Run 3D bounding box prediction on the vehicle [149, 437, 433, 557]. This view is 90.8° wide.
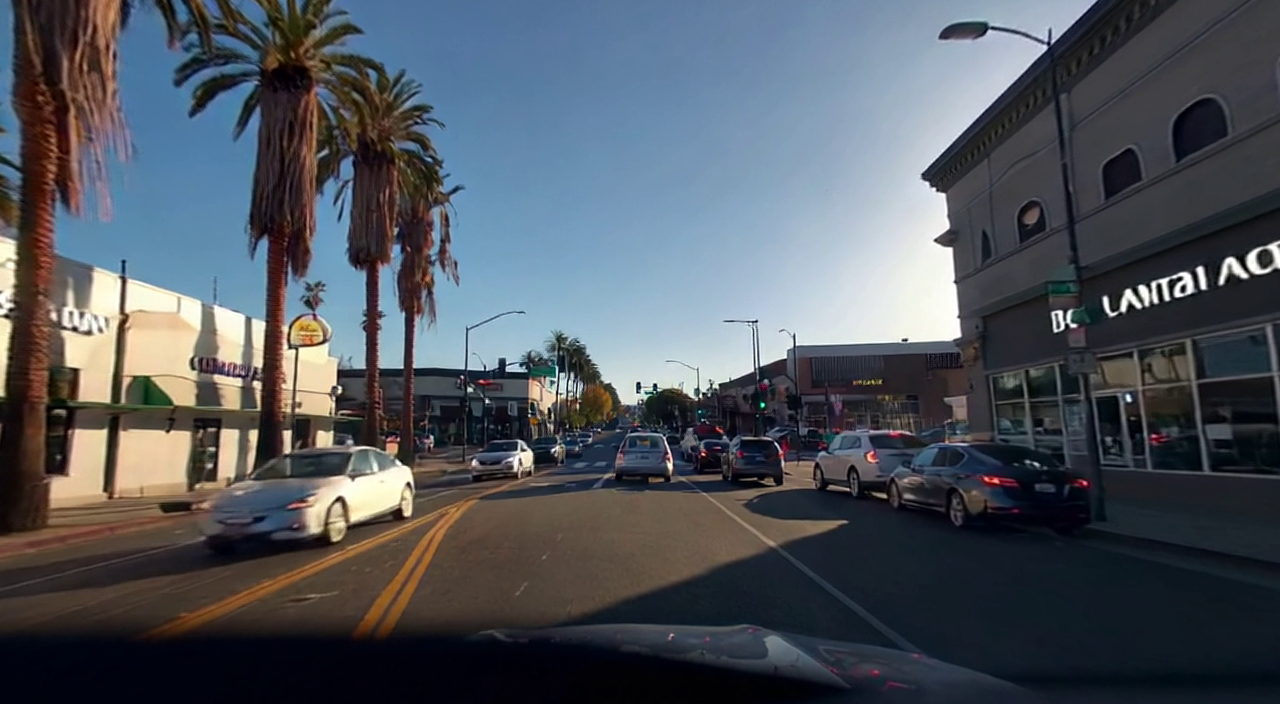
[{"bbox_3d":[-4.989,2.094,10.019,1.946,1.412,4.657,0,-8,-2],"label":"vehicle"}]

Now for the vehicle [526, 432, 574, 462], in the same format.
[{"bbox_3d":[-5.551,5.965,39.711,2.341,1.762,4.865,0,-8,0],"label":"vehicle"}]

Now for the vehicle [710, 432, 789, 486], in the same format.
[{"bbox_3d":[3.722,3.726,22.322,2.070,1.711,4.480,0,-8,1],"label":"vehicle"}]

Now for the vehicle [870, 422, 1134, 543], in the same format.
[{"bbox_3d":[6.138,2.242,11.578,2.008,1.729,4.647,0,-8,-1],"label":"vehicle"}]

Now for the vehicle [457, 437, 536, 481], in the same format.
[{"bbox_3d":[-5.393,4.084,24.374,2.092,1.504,4.374,0,-8,-1],"label":"vehicle"}]

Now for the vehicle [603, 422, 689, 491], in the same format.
[{"bbox_3d":[0.117,3.097,18.971,2.264,1.798,4.531,0,-8,-1],"label":"vehicle"}]

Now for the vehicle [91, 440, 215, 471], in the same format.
[{"bbox_3d":[-25.737,5.447,33.612,1.873,1.507,4.809,-3,-8,23],"label":"vehicle"}]
